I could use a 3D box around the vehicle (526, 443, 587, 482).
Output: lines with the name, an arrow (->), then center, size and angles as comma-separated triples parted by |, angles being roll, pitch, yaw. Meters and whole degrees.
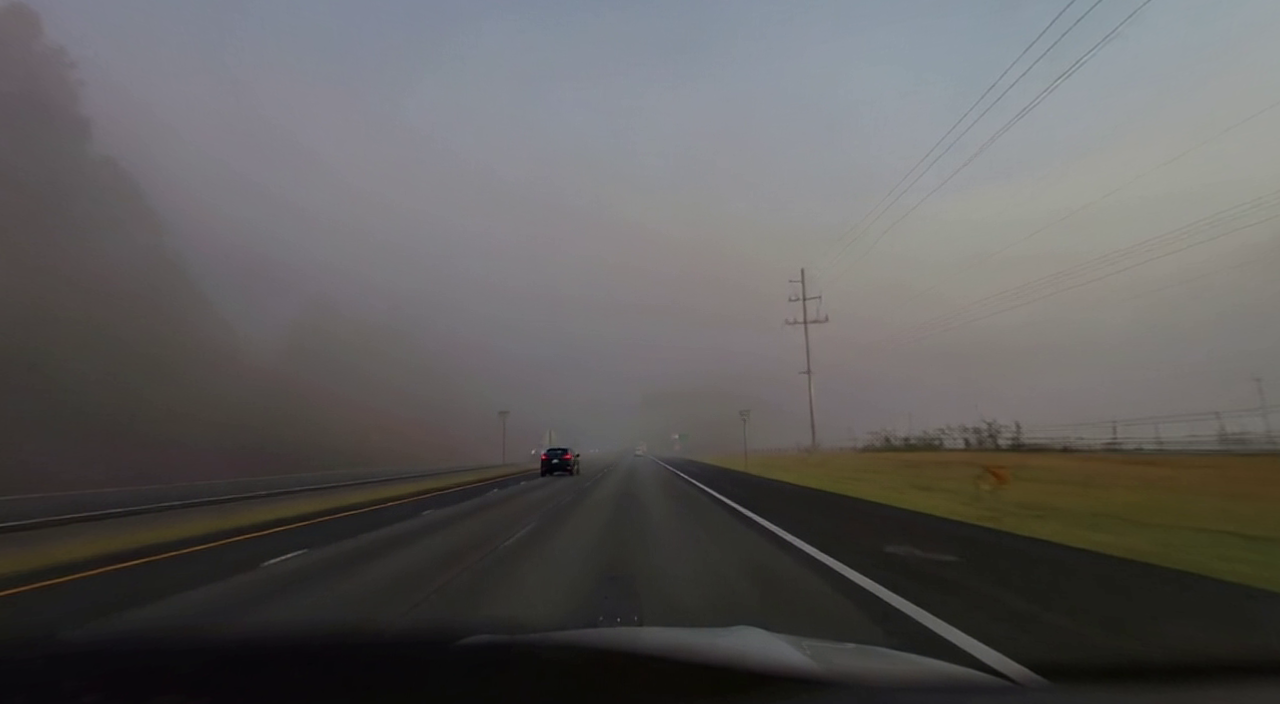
vehicle -> -3.625, 4.890, 28.001 | 2.123, 1.545, 4.404 | 0, -9, 0
